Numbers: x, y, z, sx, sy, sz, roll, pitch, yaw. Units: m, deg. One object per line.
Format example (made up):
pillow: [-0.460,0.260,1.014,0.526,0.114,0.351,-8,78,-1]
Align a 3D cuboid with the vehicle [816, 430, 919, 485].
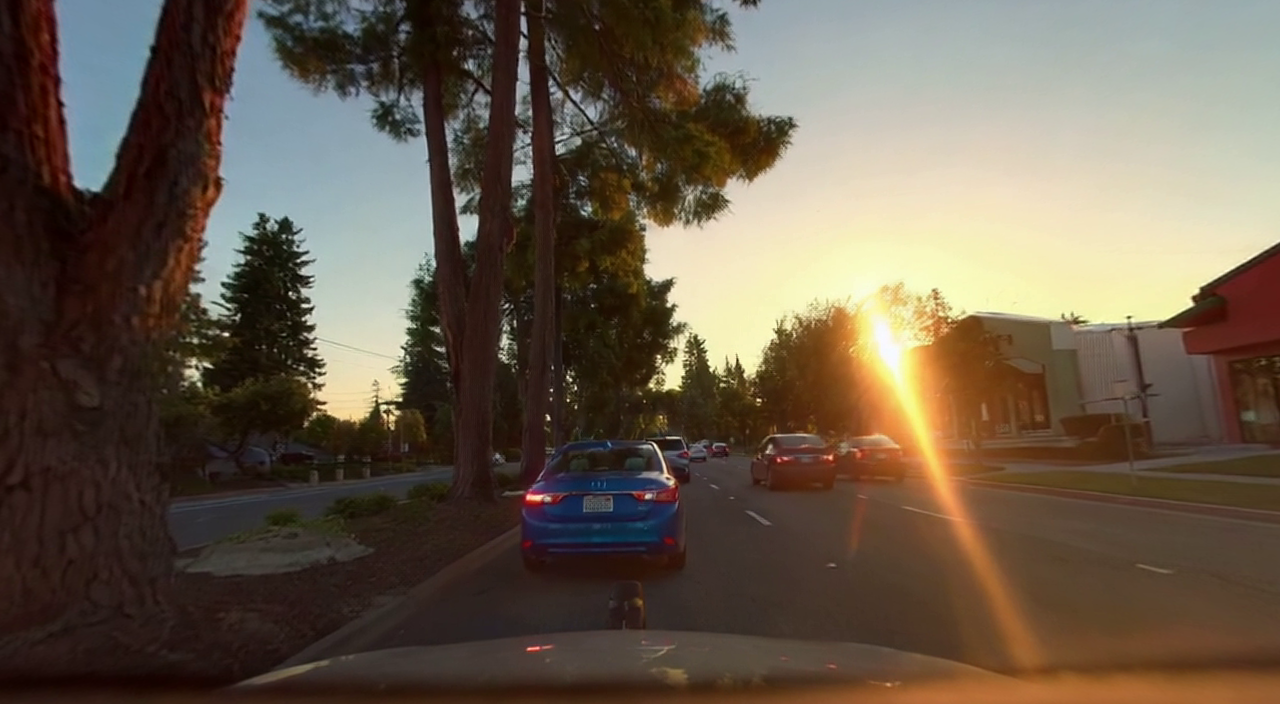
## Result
vehicle: [7.872,3.697,22.242,2.064,1.747,4.372,0,-8,1]

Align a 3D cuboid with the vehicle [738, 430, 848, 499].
vehicle: [4.009,3.032,17.287,1.971,1.637,4.317,0,-8,0]

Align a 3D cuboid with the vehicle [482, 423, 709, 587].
vehicle: [-0.409,1.726,7.923,2.111,1.506,4.018,0,-8,0]
